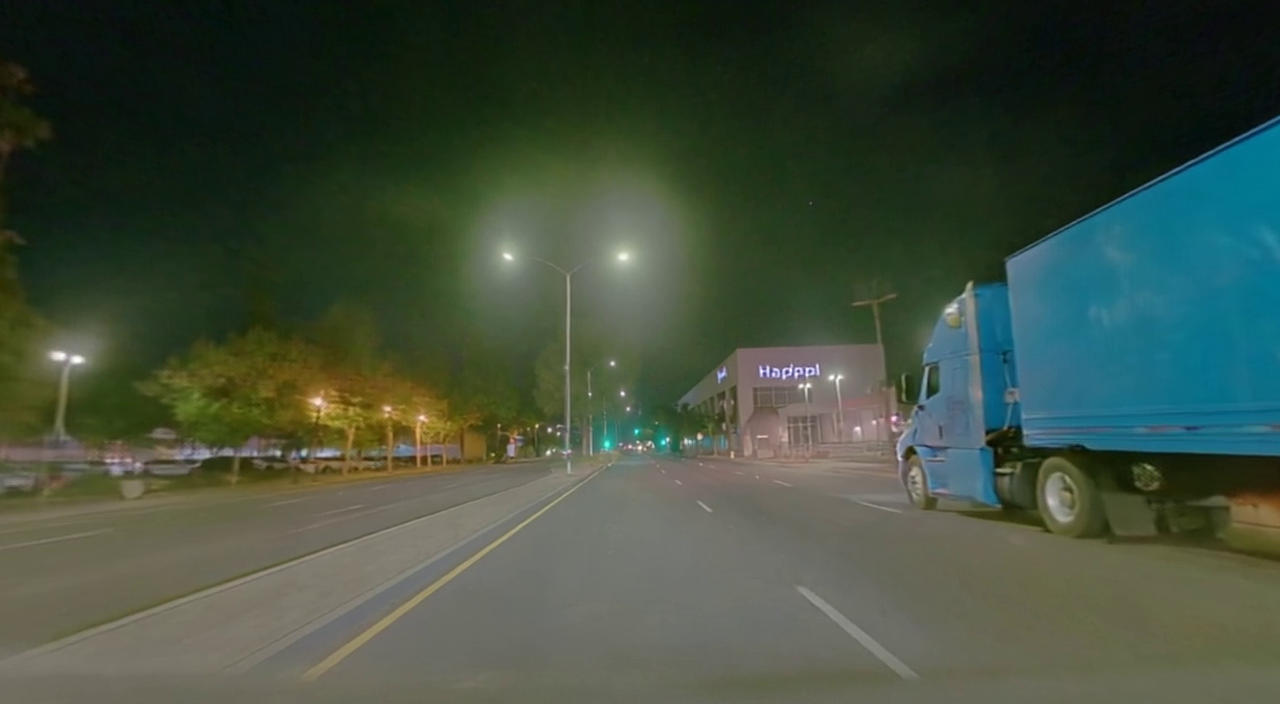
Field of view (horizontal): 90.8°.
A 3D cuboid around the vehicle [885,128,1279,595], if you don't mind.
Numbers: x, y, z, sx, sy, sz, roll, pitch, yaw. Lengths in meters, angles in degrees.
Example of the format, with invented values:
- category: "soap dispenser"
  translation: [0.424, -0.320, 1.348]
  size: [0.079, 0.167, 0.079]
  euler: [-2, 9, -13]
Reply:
- category: "vehicle"
  translation: [6.782, 0.381, 7.260]
  size: [3.120, 3.794, 11.510]
  euler: [0, -8, -1]

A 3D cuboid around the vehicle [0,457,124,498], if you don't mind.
- category: "vehicle"
  translation: [-27.992, 5.924, 30.123]
  size: [4.923, 1.725, 2.088]
  euler: [5, -10, -34]

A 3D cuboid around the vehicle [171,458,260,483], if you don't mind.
- category: "vehicle"
  translation: [-28.059, 7.834, 41.866]
  size: [4.576, 1.426, 1.886]
  euler: [7, -11, -42]
